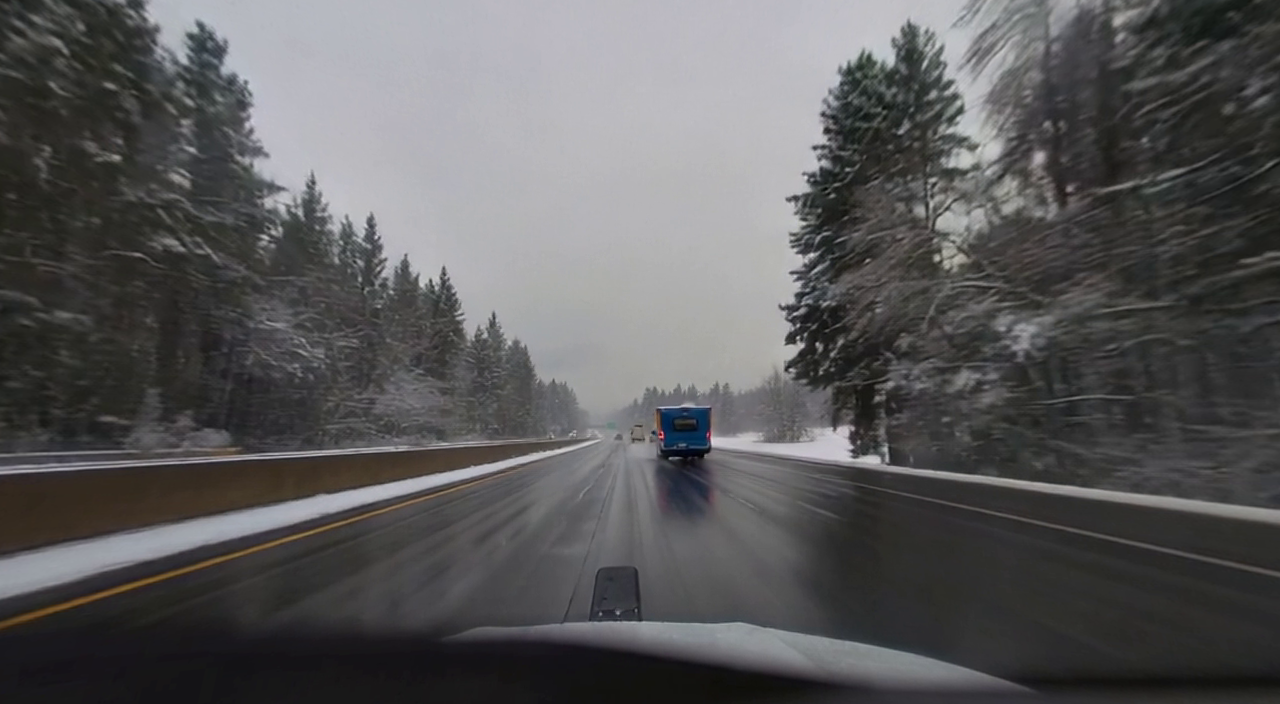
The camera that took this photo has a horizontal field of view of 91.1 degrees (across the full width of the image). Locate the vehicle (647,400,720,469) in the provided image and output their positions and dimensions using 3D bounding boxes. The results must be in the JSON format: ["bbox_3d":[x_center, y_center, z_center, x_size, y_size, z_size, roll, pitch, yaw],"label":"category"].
[{"bbox_3d":[1.865,3.934,30.058,2.815,2.876,7.101,0,-8,-1],"label":"vehicle"}]
